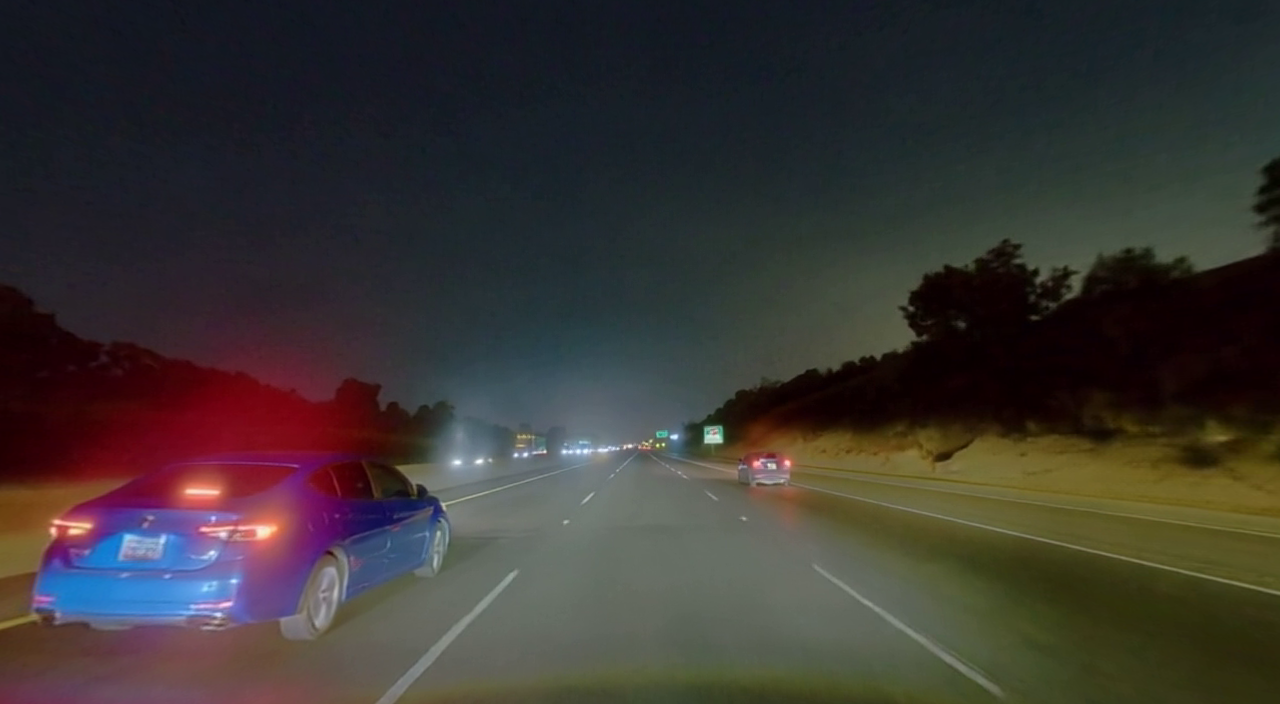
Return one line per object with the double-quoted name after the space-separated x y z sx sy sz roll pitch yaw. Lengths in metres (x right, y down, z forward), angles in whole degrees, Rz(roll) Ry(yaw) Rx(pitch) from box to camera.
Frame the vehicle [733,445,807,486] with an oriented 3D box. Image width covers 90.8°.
4.966 4.385 24.682 1.967 1.472 3.751 0 -9 -2 "vehicle"
